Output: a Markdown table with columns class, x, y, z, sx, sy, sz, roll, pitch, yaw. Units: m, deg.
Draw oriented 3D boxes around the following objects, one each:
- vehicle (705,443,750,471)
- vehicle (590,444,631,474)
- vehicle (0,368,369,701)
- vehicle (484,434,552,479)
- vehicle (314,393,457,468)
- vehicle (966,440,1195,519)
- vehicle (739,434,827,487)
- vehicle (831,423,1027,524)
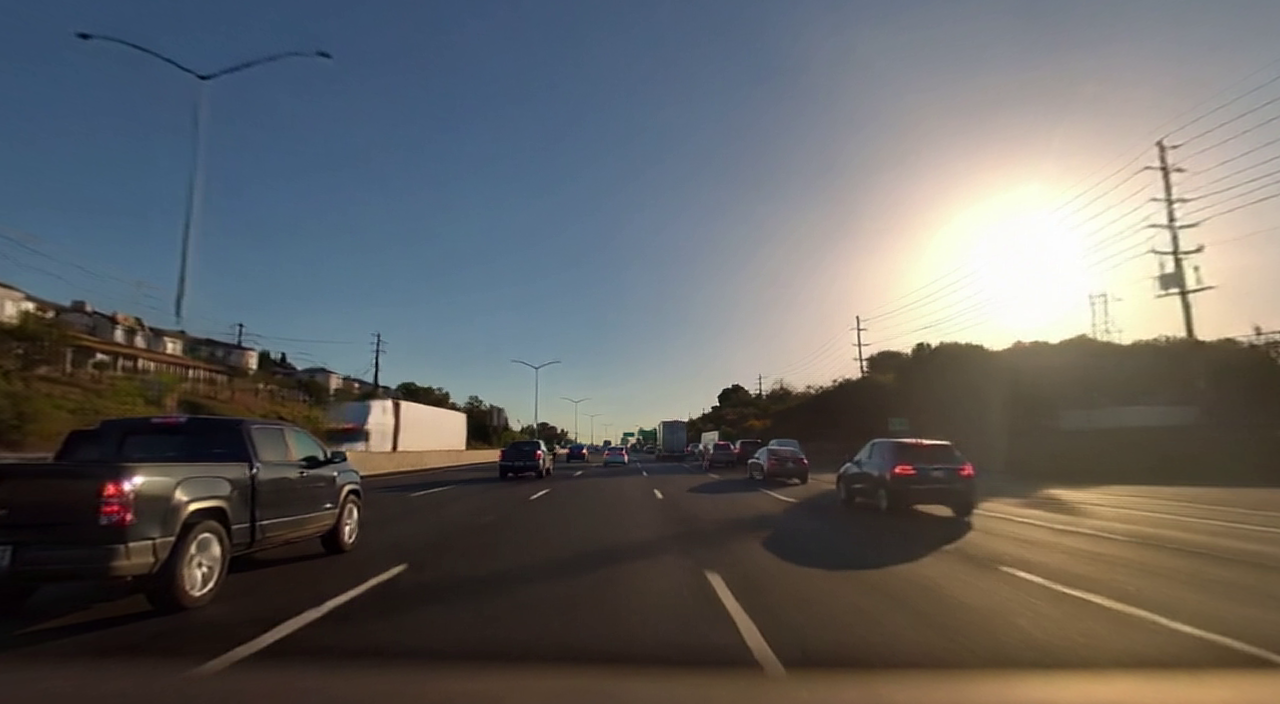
| class | x | y | z | sx | sy | sz | roll | pitch | yaw |
| --- | --- | --- | --- | --- | --- | --- | --- | --- | --- |
| vehicle | 5.246 | 6.334 | 38.162 | 1.978 | 1.607 | 4.245 | 1 | -9 | -2 |
| vehicle | -1.531 | 5.760 | 34.073 | 2.060 | 1.508 | 4.308 | 1 | -9 | -1 |
| vehicle | -4.367 | 1.247 | 5.428 | 2.127 | 1.705 | 4.374 | 1 | -9 | -1 |
| vehicle | -5.372 | 4.678 | 28.389 | 2.147 | 1.825 | 4.602 | 0 | -9 | 0 |
| vehicle | -14.291 | 4.799 | 37.339 | 3.082 | 3.601 | 13.571 | 1 | -9 | -1 |
| vehicle | 9.891 | 2.863 | 14.748 | 1.969 | 1.521 | 4.580 | 1 | -9 | -1 |
| vehicle | 5.330 | 4.116 | 24.213 | 2.086 | 1.783 | 4.868 | 1 | -9 | -2 |
| vehicle | 5.587 | 2.392 | 12.884 | 1.977 | 1.705 | 4.078 | 1 | -9 | -1 |
